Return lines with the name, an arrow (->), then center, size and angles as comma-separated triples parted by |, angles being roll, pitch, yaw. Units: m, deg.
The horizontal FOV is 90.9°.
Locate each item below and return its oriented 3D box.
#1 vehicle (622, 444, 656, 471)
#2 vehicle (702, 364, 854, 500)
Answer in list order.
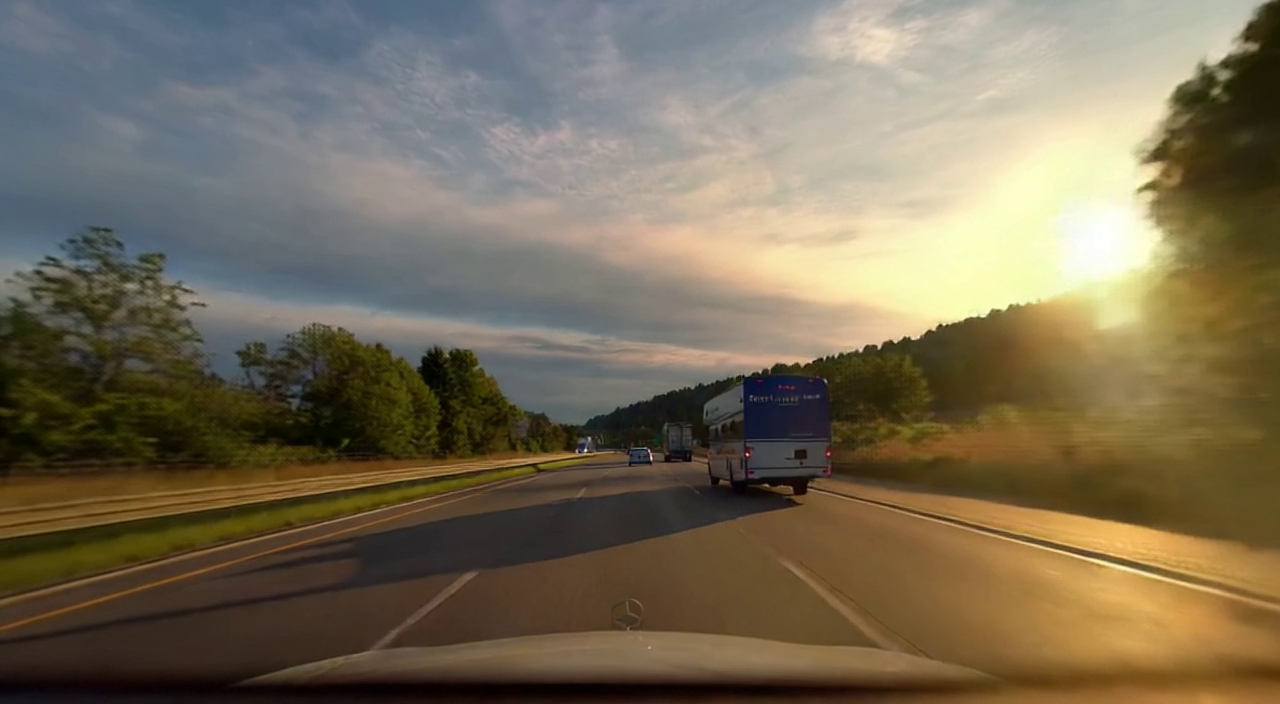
vehicle -> -0.037, 7.045, 42.255 | 2.151, 1.678, 3.923 | 0, -9, 1
vehicle -> 4.006, 2.731, 20.777 | 2.931, 3.530, 8.760 | 0, -9, 0
